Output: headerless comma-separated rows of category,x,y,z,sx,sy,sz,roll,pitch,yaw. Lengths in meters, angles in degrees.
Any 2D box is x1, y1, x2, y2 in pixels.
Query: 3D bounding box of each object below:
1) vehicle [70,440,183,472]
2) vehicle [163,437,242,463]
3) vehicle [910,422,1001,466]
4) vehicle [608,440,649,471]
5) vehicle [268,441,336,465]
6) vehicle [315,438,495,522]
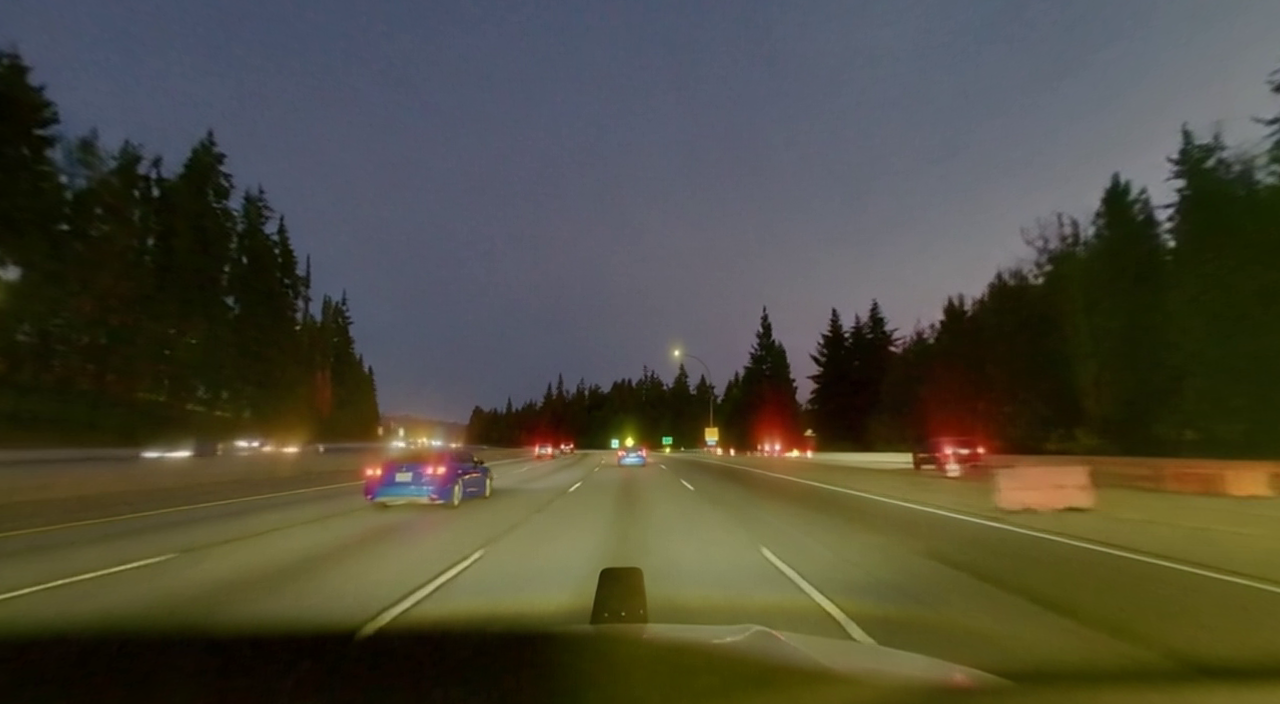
vehicle,-25.541,5.178,31.472,1.907,1.471,4.577,0,-8,-1
vehicle,-29.562,6.630,42.596,1.918,1.628,4.921,0,-8,-2
vehicle,20.757,6.123,41.832,2.728,2.610,7.309,-1,-8,4
vehicle,-0.630,5.253,32.079,1.963,1.462,4.681,0,-8,-2
vehicle,-21.824,6.519,40.774,1.898,1.461,4.663,0,-8,-2
vehicle,-4.529,2.511,12.963,2.001,1.415,4.360,0,-8,0
